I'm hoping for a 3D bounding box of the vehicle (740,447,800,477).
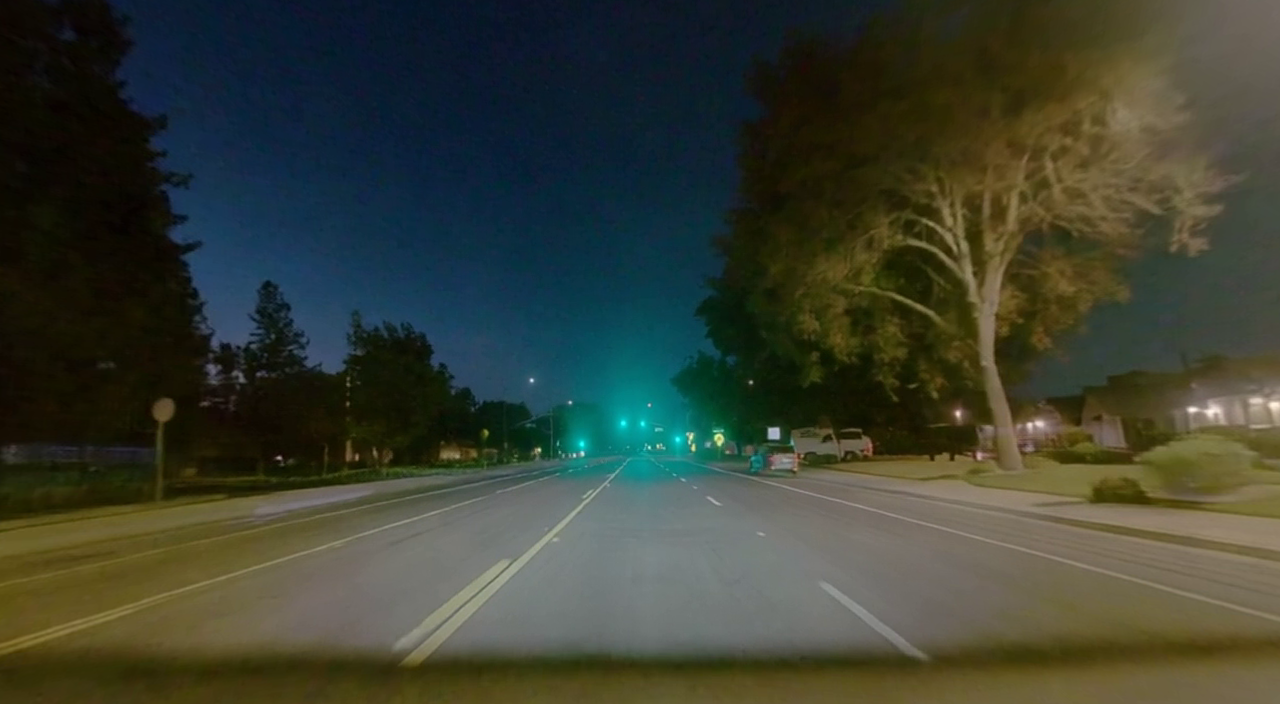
[{"bbox_3d":[6.746,5.726,33.256,1.993,1.461,4.269,0,-8,-3],"label":"vehicle"}]

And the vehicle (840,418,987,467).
[{"bbox_3d":[17.614,5.874,41.167,8.016,2.965,3.192,-1,-8,2],"label":"vehicle"}]
